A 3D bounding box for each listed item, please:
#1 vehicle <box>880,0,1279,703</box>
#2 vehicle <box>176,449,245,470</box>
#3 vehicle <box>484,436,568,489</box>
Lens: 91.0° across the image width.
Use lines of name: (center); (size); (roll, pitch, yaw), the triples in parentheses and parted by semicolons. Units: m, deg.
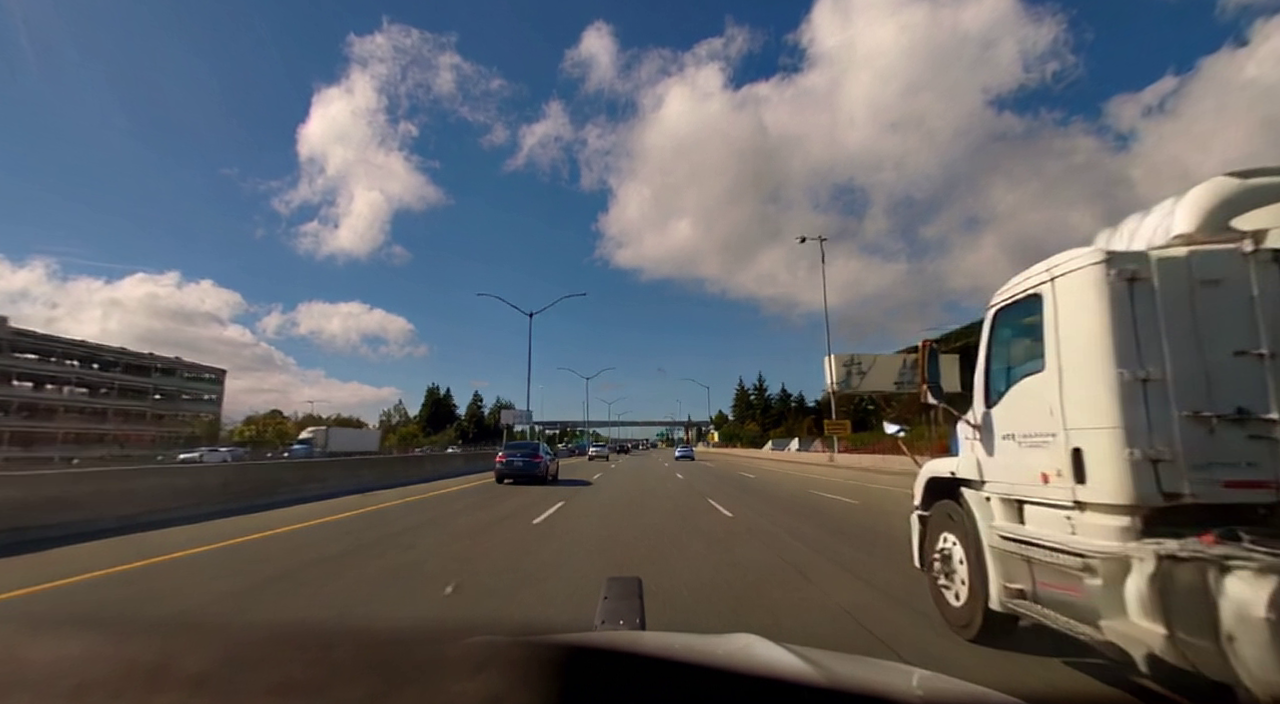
vehicle: (3.688, -0.138, 2.497); (3.089, 3.779, 6.420); (0, -9, 2)
vehicle: (-32.167, 8.026, 47.286); (1.863, 1.470, 4.531); (0, -8, 1)
vehicle: (-3.626, 3.599, 20.800); (1.954, 1.528, 4.010); (1, -9, 1)
